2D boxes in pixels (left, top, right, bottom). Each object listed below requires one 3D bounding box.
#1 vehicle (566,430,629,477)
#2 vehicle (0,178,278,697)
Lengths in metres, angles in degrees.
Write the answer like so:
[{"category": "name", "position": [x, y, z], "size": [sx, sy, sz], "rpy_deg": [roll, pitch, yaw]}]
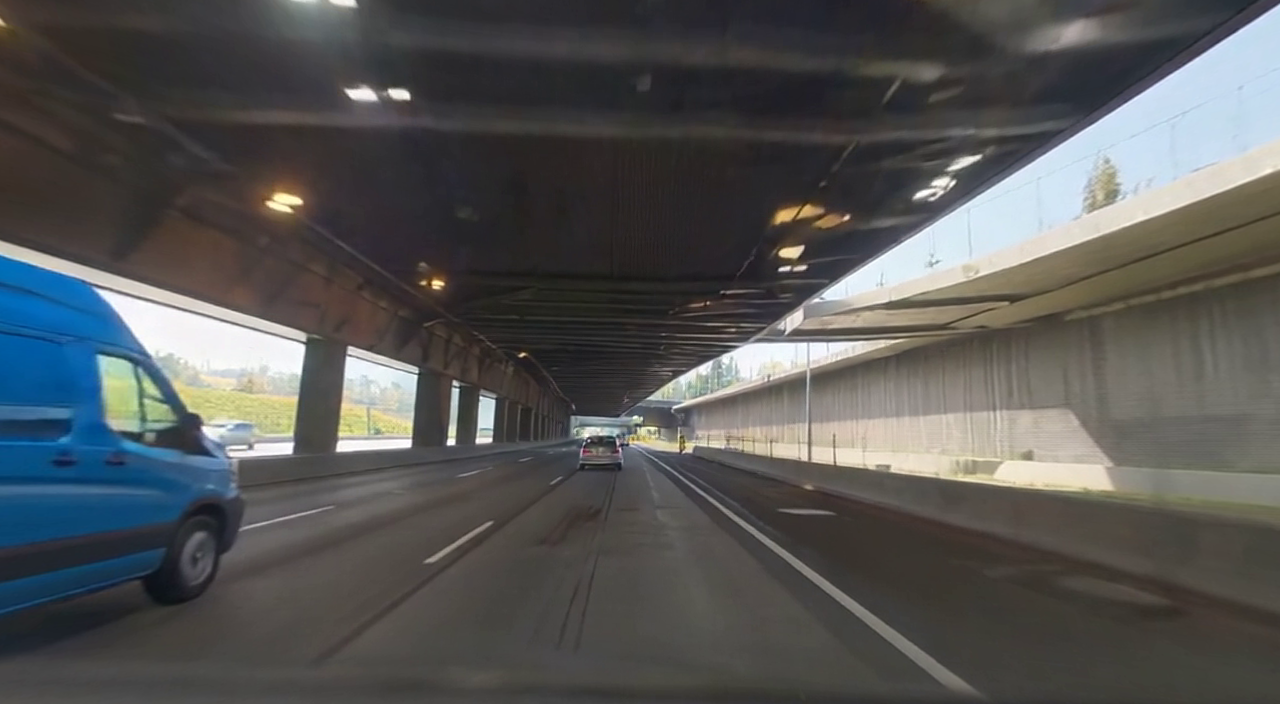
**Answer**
[{"category": "vehicle", "position": [-1.448, 3.649, 22.985], "size": [2.095, 1.553, 4.069], "rpy_deg": [0, -8, -1]}, {"category": "vehicle", "position": [-4.259, 0.352, 2.547], "size": [2.404, 2.459, 5.229], "rpy_deg": [0, -8, 0]}]
